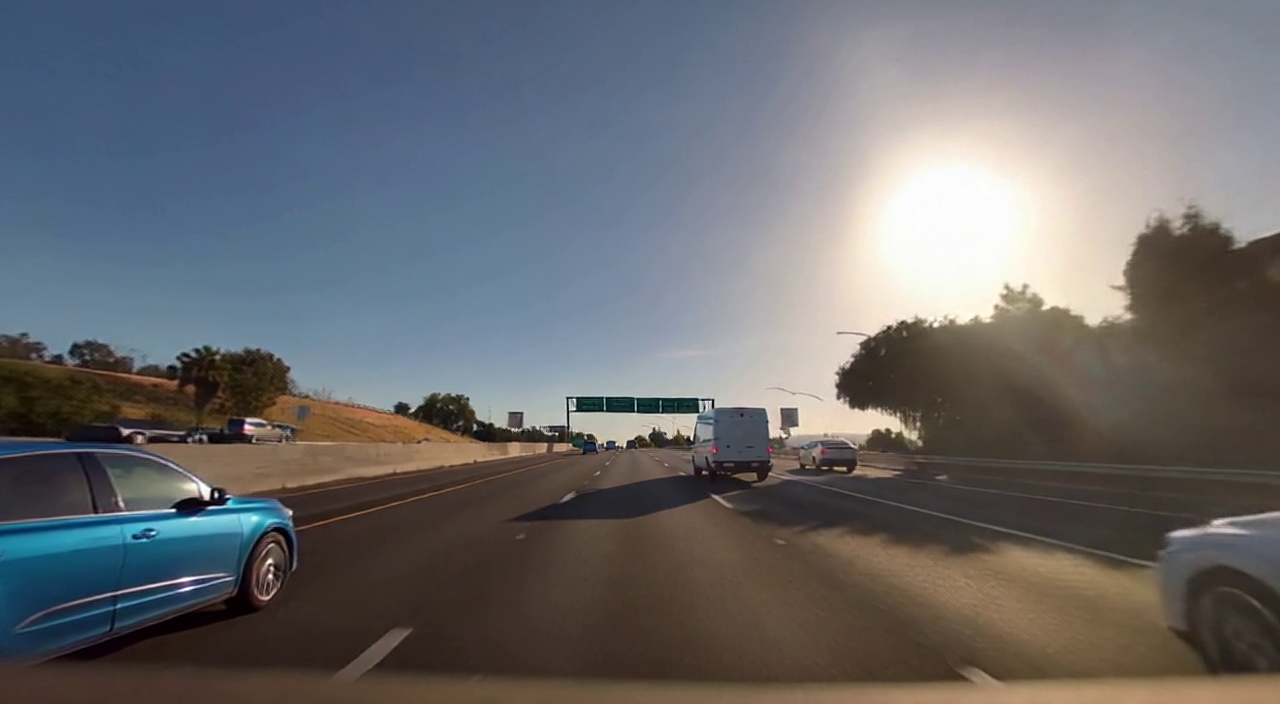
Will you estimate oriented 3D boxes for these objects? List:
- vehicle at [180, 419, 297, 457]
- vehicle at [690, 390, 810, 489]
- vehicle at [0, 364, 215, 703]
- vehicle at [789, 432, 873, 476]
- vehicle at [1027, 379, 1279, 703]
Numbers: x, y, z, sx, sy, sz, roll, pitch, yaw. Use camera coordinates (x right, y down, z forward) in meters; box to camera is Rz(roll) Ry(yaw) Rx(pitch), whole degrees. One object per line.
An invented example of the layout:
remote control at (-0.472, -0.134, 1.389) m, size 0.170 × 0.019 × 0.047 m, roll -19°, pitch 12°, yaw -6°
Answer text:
vehicle at (-18.091, 3.938, 28.828) m, size 2.044 × 1.573 × 4.964 m, roll 0°, pitch -8°, yaw 1°
vehicle at (3.313, 2.903, 20.931) m, size 2.629 × 2.718 × 6.740 m, roll 0°, pitch -8°, yaw -1°
vehicle at (-3.863, 0.777, 2.084) m, size 2.000 × 1.646 × 4.201 m, roll 0°, pitch -8°, yaw -1°
vehicle at (7.614, 4.115, 25.613) m, size 1.978 × 1.621 × 4.320 m, roll 0°, pitch -8°, yaw -1°
vehicle at (3.637, 0.729, 1.573) m, size 2.108 × 1.509 × 5.059 m, roll 0°, pitch -8°, yaw -1°
